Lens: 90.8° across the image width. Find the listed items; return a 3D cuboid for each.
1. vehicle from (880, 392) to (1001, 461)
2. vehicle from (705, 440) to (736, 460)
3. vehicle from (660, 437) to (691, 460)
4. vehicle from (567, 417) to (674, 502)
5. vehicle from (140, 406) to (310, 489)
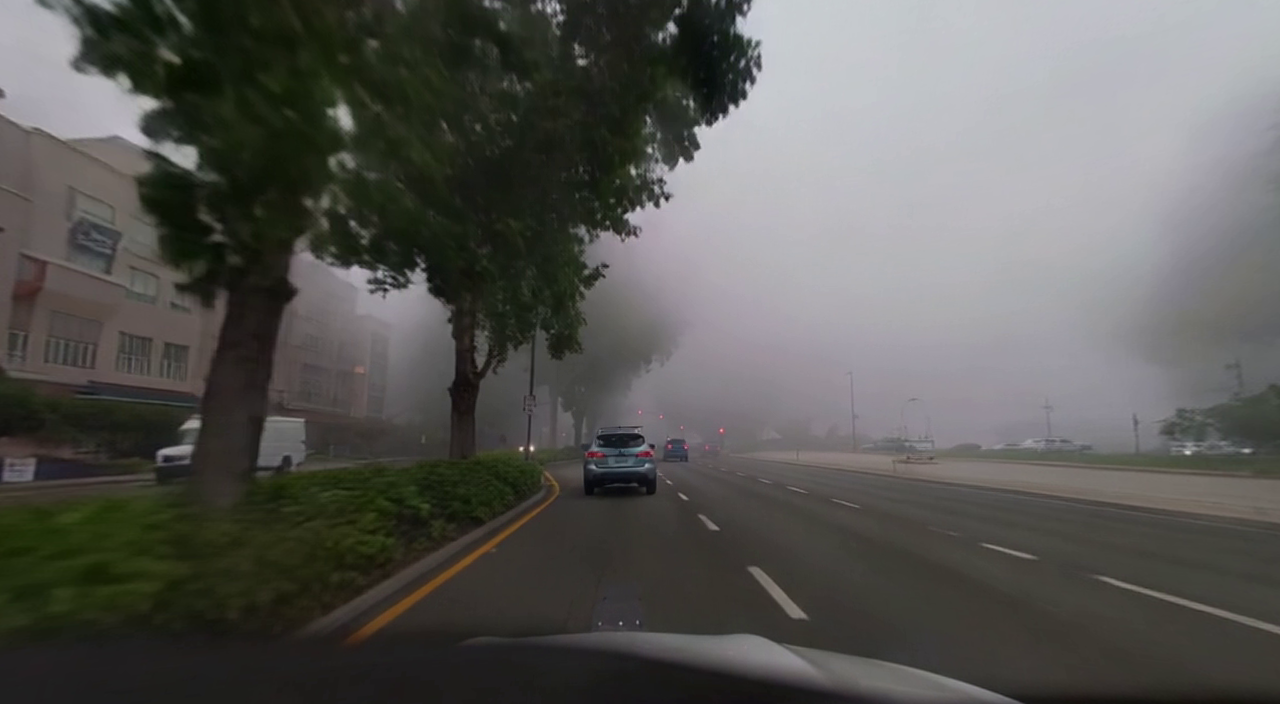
[{"bbox_3d":[18.181,4.750,39.206,3.269,3.755,8.862,0,-9,1],"label":"vehicle"},{"bbox_3d":[6.168,7.518,48.604,1.777,1.443,3.942,0,-9,-1],"label":"vehicle"},{"bbox_3d":[2.549,7.129,46.563,1.929,1.590,4.287,0,-9,-1],"label":"vehicle"},{"bbox_3d":[-0.481,2.623,15.735,2.277,1.816,4.192,0,-9,-2],"label":"vehicle"},{"bbox_3d":[-19.136,4.518,29.977,2.811,3.399,7.898,0,-9,-2],"label":"vehicle"}]
